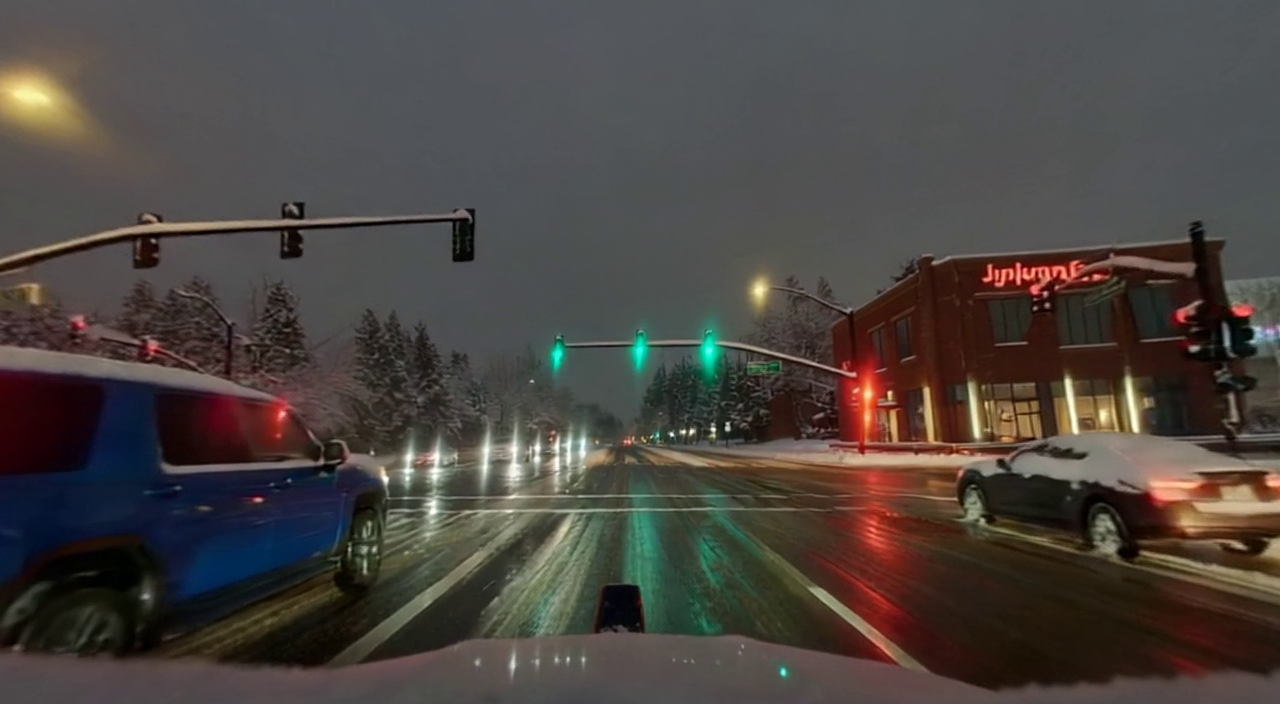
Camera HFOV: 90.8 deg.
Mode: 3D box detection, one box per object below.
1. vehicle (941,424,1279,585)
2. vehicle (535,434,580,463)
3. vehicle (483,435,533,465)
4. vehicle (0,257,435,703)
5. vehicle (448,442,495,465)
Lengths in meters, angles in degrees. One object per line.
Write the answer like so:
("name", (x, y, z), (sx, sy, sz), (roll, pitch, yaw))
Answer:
("vehicle", (6.159, 1.769, 8.318), (1.972, 1.476, 4.775), (0, -8, -1))
("vehicle", (-5.459, 6.462, 42.299), (2.384, 1.787, 5.038), (0, -8, -1))
("vehicle", (-8.480, 6.360, 41.001), (2.273, 1.791, 4.809), (0, -8, -1))
("vehicle", (-3.366, 0.964, 4.325), (2.313, 1.883, 5.016), (0, -8, -1))
("vehicle", (-11.405, 6.902, 43.093), (2.003, 1.476, 4.082), (0, -8, 1))
